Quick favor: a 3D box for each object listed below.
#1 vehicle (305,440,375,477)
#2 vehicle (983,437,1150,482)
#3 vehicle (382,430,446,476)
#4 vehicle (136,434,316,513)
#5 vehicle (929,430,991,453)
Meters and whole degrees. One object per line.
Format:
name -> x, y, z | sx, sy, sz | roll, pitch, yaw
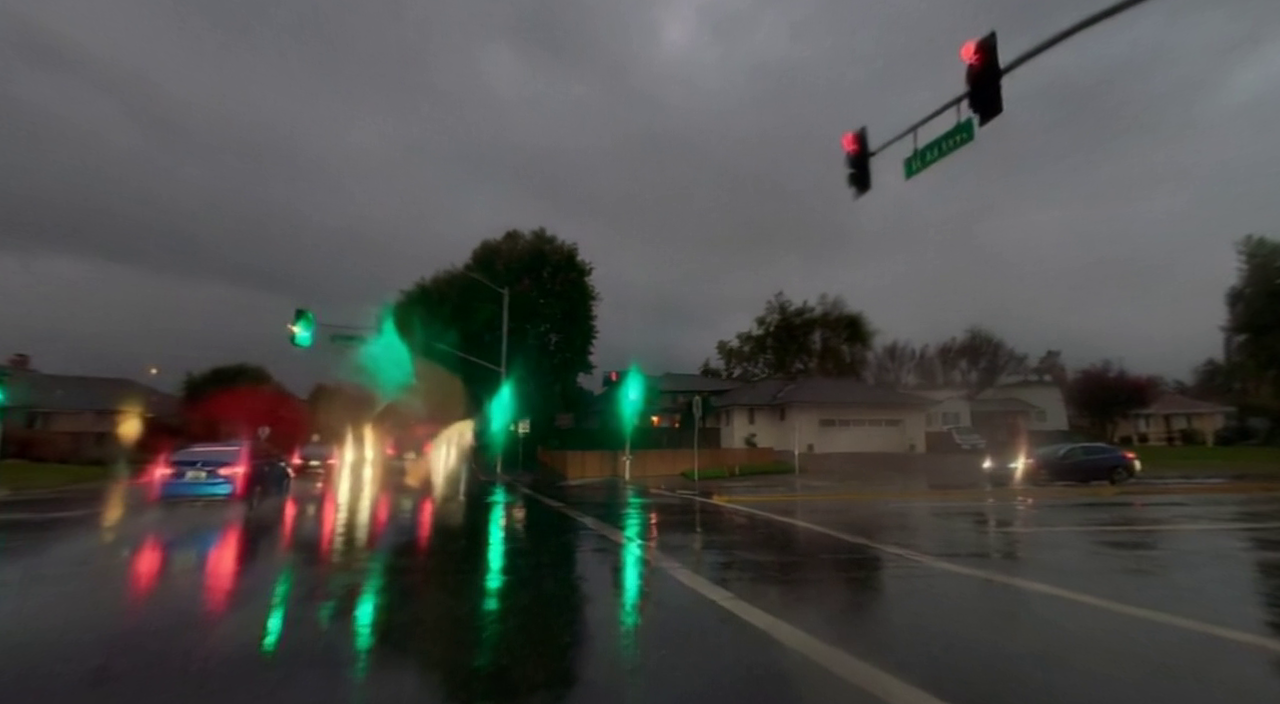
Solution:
vehicle -> -13.090, 4.652, 27.875 | 1.934, 1.459, 4.368 | 2, -9, -14
vehicle -> 14.427, 3.639, 21.561 | 4.353, 1.431, 1.876 | 0, -8, -2
vehicle -> -10.252, 4.590, 29.005 | 2.396, 1.881, 4.606 | 2, -9, -15
vehicle -> -9.169, 2.670, 14.546 | 1.977, 1.488, 4.741 | 2, -9, -15
vehicle -> 22.568, 6.346, 44.758 | 1.905, 1.483, 4.322 | -1, -8, -4
